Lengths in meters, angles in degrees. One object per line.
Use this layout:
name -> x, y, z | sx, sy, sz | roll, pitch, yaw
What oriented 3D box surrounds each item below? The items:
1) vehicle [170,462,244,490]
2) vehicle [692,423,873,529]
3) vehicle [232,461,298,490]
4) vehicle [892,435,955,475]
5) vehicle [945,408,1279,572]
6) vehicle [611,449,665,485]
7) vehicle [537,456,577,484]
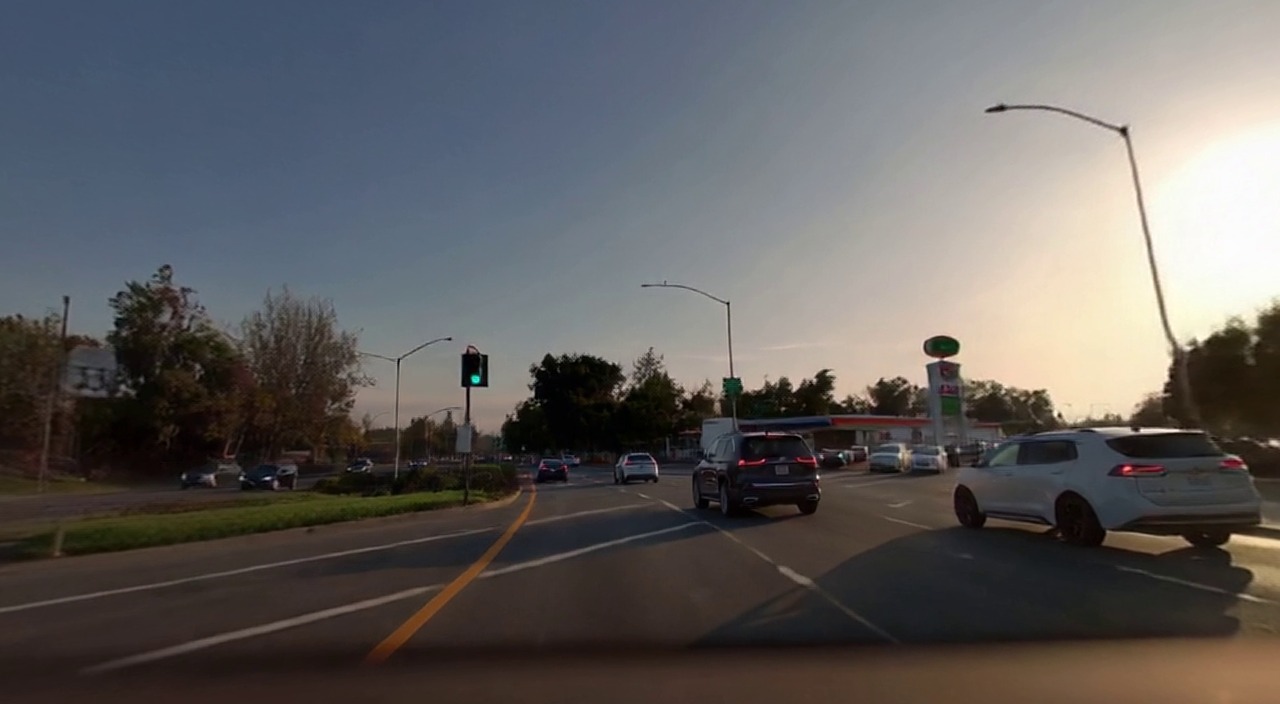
vehicle -> -27.676, 7.926, 40.467 | 2.009, 1.525, 4.346 | 1, -9, -7
vehicle -> 2.646, 2.467, 13.188 | 2.184, 1.777, 4.712 | 1, -9, -7
vehicle -> -23.497, 7.696, 39.667 | 1.871, 1.581, 4.635 | 1, -9, -9
vehicle -> 14.283, 5.121, 31.622 | 2.228, 1.798, 4.864 | -5, -10, 30
vehicle -> 6.217, 1.687, 8.458 | 1.881, 1.604, 4.289 | 1, -8, -4
vehicle -> -0.202, 5.709, 31.667 | 2.012, 1.612, 4.114 | 2, -9, -10
vehicle -> -5.060, 7.057, 37.999 | 2.107, 1.527, 4.174 | 2, -9, -12
